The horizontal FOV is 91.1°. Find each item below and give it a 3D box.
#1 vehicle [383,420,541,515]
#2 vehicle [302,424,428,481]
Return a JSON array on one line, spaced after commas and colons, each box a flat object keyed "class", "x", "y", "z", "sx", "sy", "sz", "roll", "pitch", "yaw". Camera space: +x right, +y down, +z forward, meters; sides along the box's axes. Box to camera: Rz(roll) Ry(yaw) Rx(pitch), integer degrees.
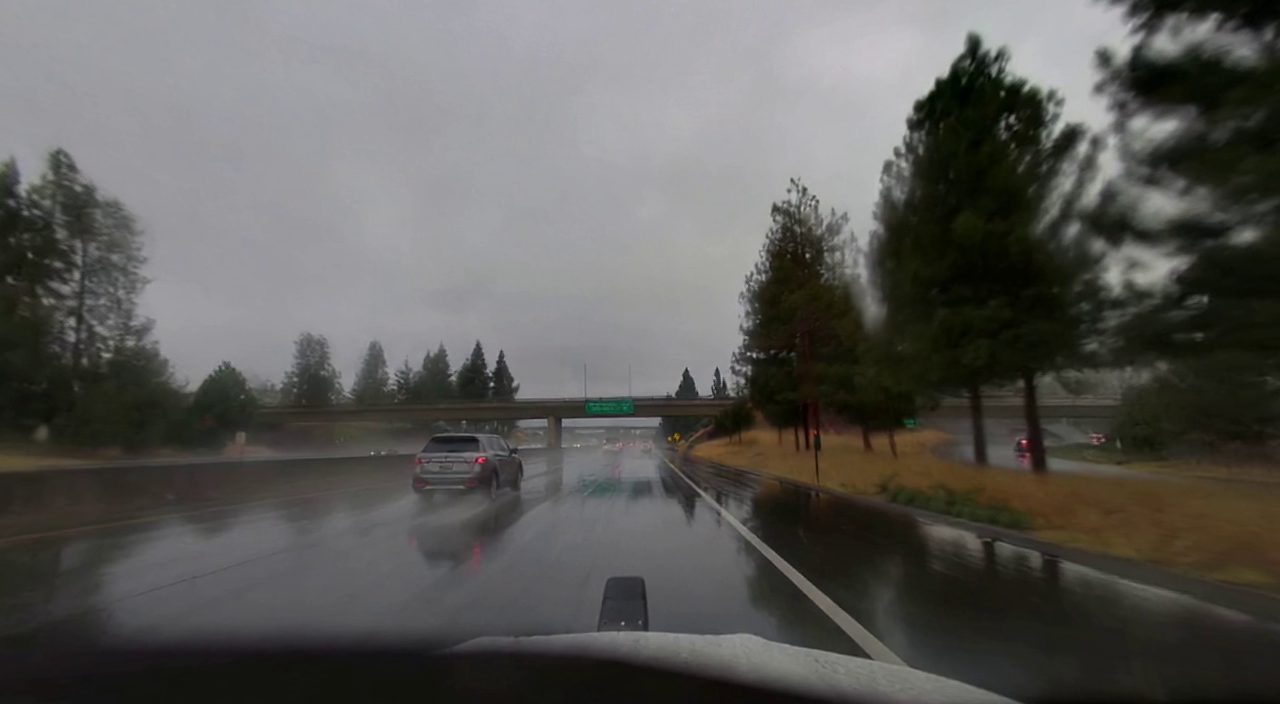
[{"class": "vehicle", "x": -3.587, "y": 2.427, "z": 13.637, "sx": 2.048, "sy": 1.705, "sz": 4.384, "roll": 0, "pitch": -8, "yaw": 1}, {"class": "vehicle", "x": -10.761, "y": 4.004, "z": 25.230, "sx": 2.339, "sy": 1.983, "sz": 5.671, "roll": 0, "pitch": -8, "yaw": 2}]
